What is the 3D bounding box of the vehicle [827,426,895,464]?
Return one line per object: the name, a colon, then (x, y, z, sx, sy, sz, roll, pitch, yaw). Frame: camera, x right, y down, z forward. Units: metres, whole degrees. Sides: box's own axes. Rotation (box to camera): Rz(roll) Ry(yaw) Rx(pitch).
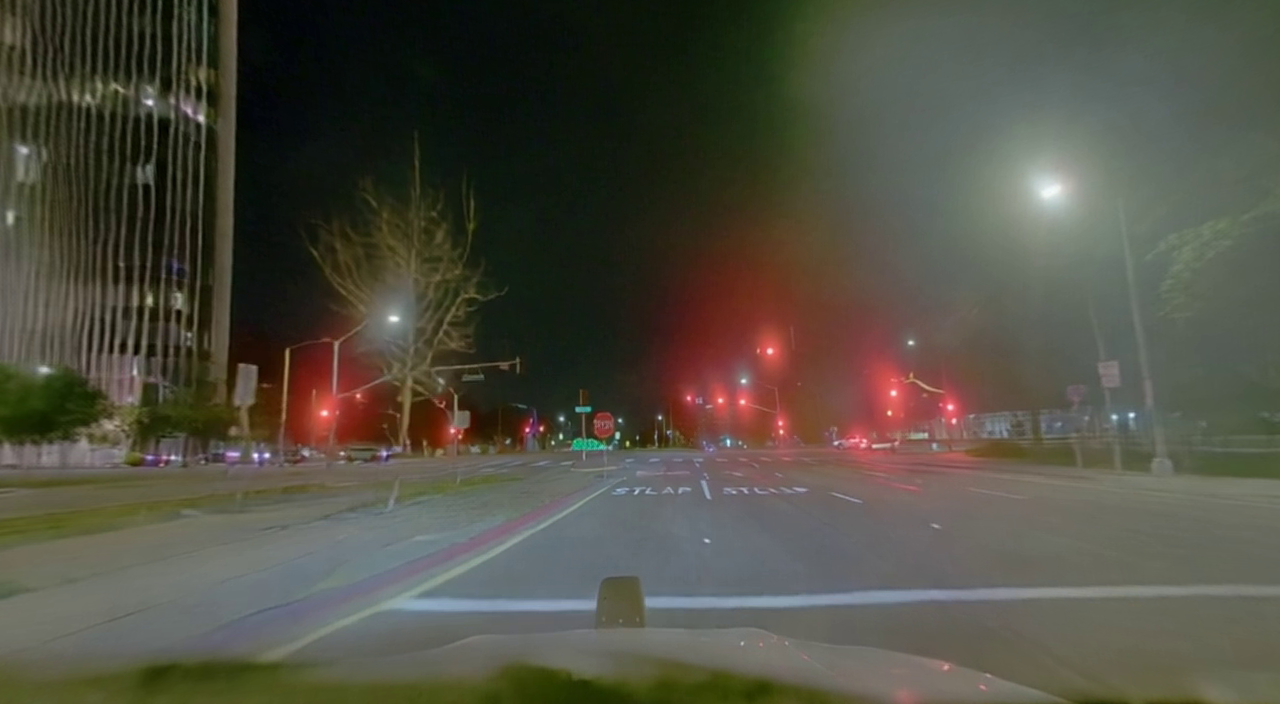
vehicle: (11.668, 4.966, 33.680, 2.156, 1.881, 4.743, -1, -9, 4)
